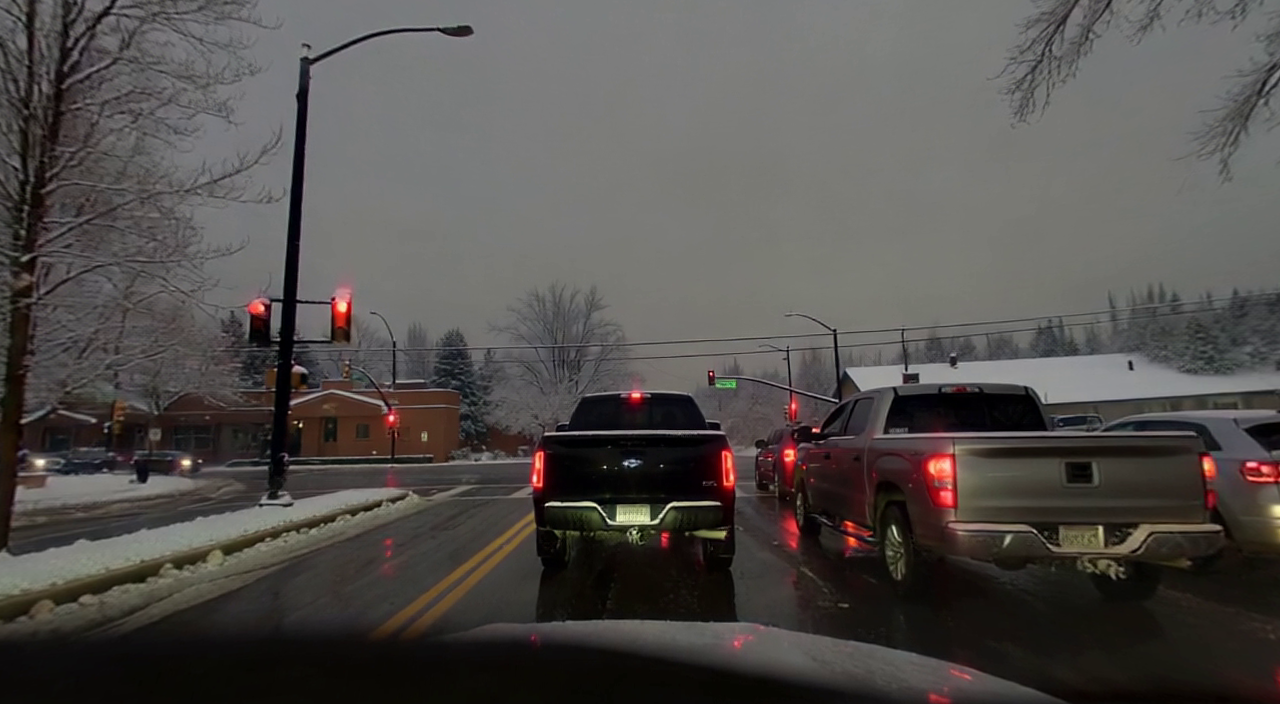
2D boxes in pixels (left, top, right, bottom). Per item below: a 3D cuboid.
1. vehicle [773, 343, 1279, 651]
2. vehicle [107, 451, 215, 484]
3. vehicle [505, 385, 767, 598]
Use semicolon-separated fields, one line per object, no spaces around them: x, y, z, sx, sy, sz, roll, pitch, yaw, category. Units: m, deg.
3.323;1.329;6.927;2.412;1.953;5.682;0;-9;-1;vehicle
-26.385;6.326;35.008;4.437;1.669;1.936;5;-10;-30;vehicle
-0.061;1.567;8.000;2.240;1.821;5.001;0;-9;-1;vehicle
